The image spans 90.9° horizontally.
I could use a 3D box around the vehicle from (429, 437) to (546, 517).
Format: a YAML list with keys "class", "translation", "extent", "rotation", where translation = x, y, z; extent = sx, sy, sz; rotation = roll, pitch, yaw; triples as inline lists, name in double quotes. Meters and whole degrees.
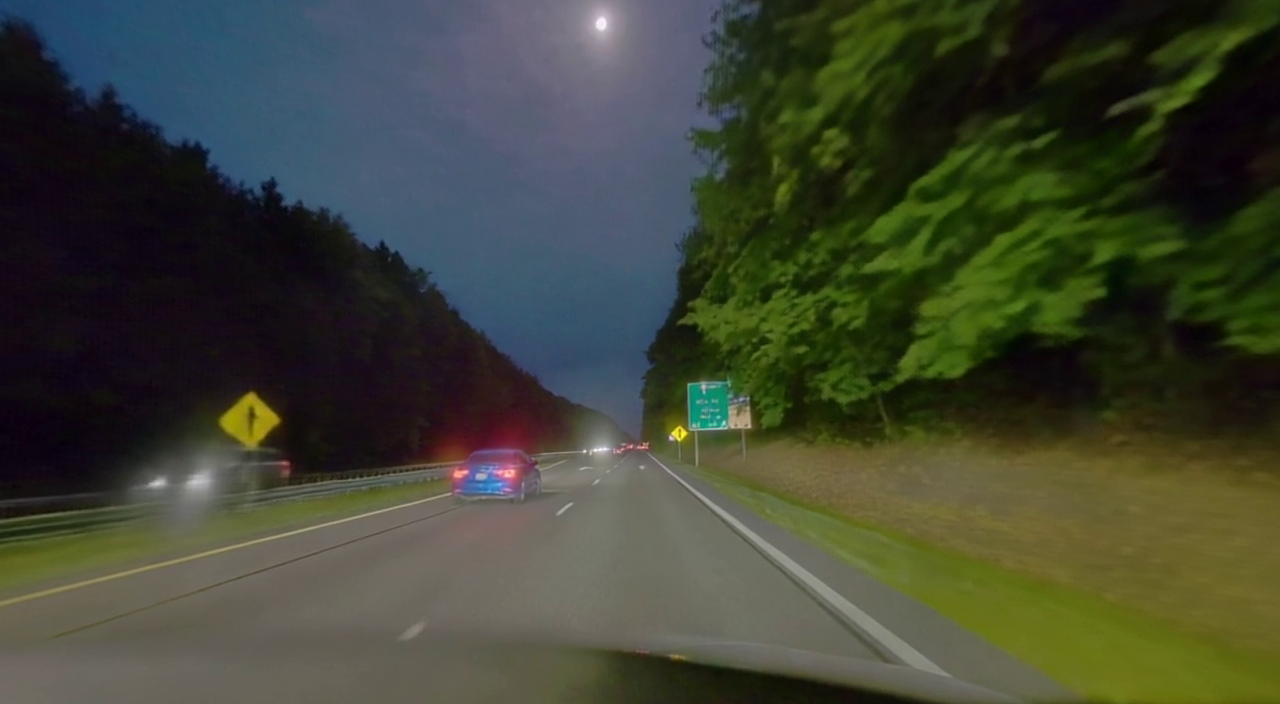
- class: "vehicle"
  translation: [-3.261, 2.722, 14.177]
  extent: [1.675, 1.537, 3.574]
  rotation: [0, -9, 1]

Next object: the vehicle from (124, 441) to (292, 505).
- class: "vehicle"
  translation: [-14.817, 4.155, 22.091]
  extent: [2.174, 1.954, 5.022]
  rotation: [-1, -9, 2]
